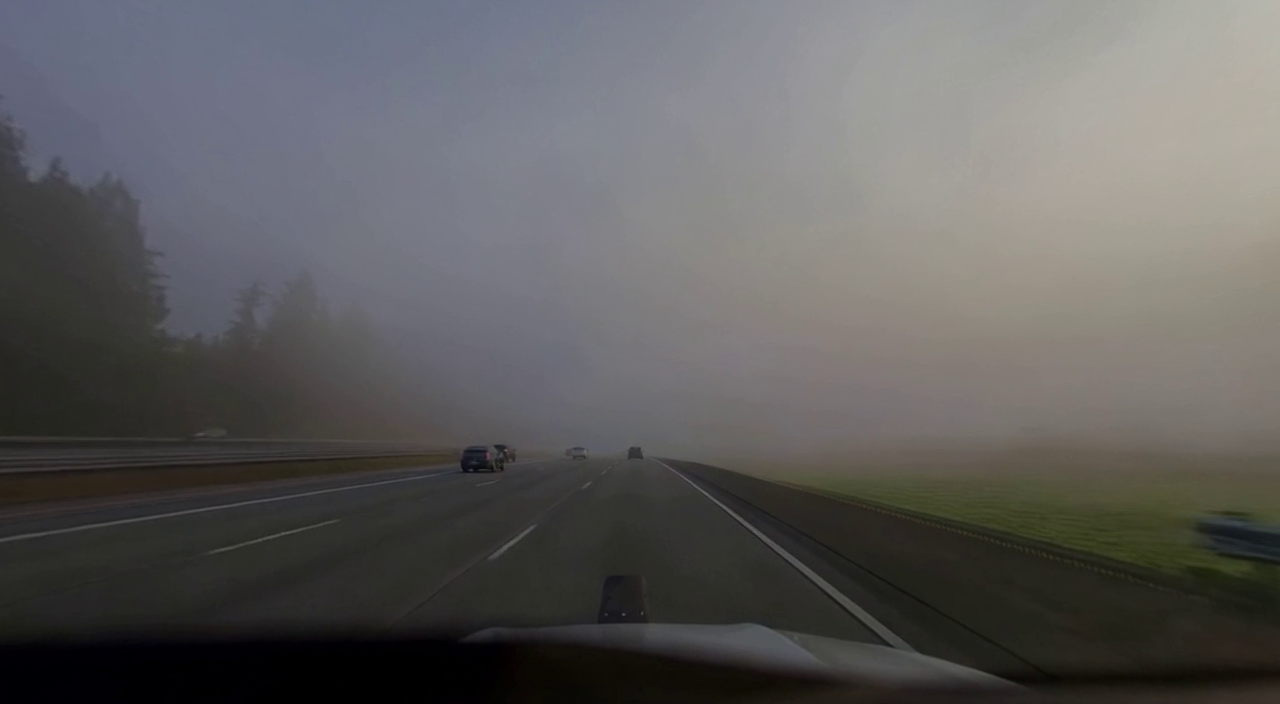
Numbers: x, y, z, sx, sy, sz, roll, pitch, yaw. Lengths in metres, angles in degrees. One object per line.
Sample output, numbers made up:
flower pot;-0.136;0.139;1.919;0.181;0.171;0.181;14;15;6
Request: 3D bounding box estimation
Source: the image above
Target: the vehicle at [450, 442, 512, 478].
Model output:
vehicle;-7.627;5.198;30.678;1.972;1.603;3.891;0;-8;1
